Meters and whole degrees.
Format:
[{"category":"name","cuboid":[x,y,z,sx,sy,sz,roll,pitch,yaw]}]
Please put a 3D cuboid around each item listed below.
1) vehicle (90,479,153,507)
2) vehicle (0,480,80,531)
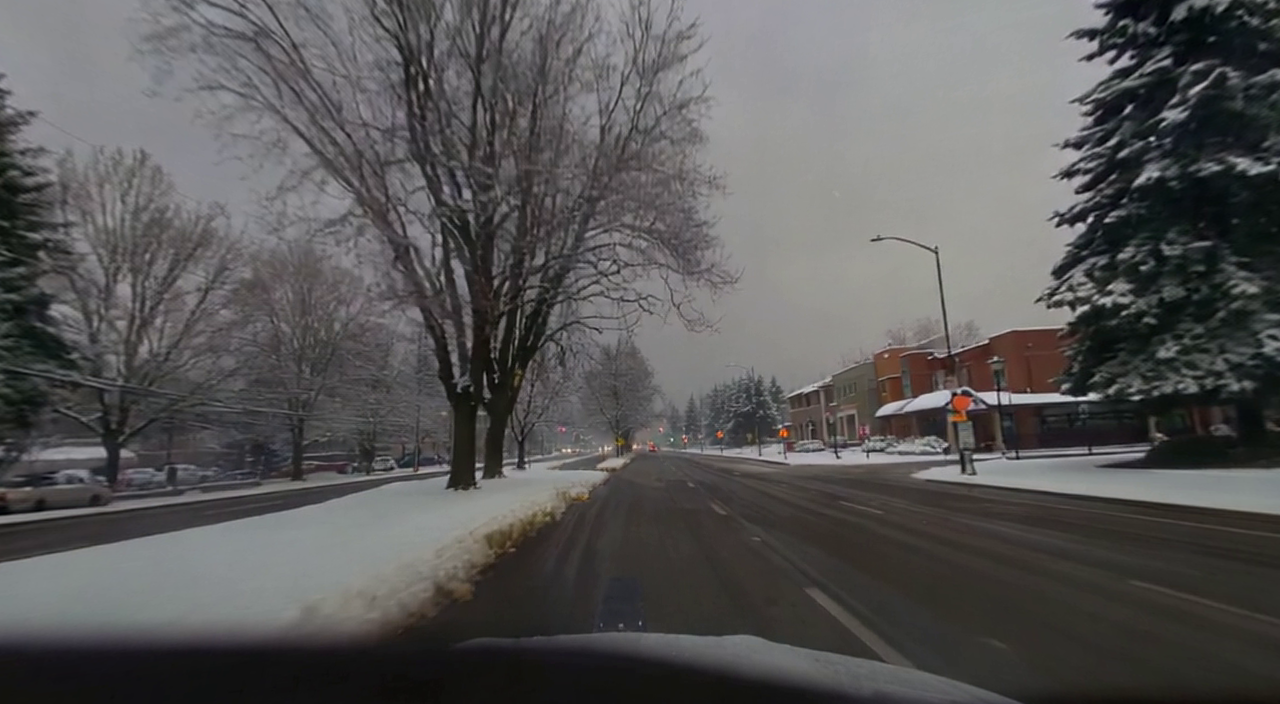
[{"category":"vehicle","cuboid":[-40.620,11.047,49.397,3.731,1.455,1.697,-11,-10,6]},{"category":"vehicle","cuboid":[-23.356,5.616,23.074,1.847,1.593,4.127,0,-9,1]}]
